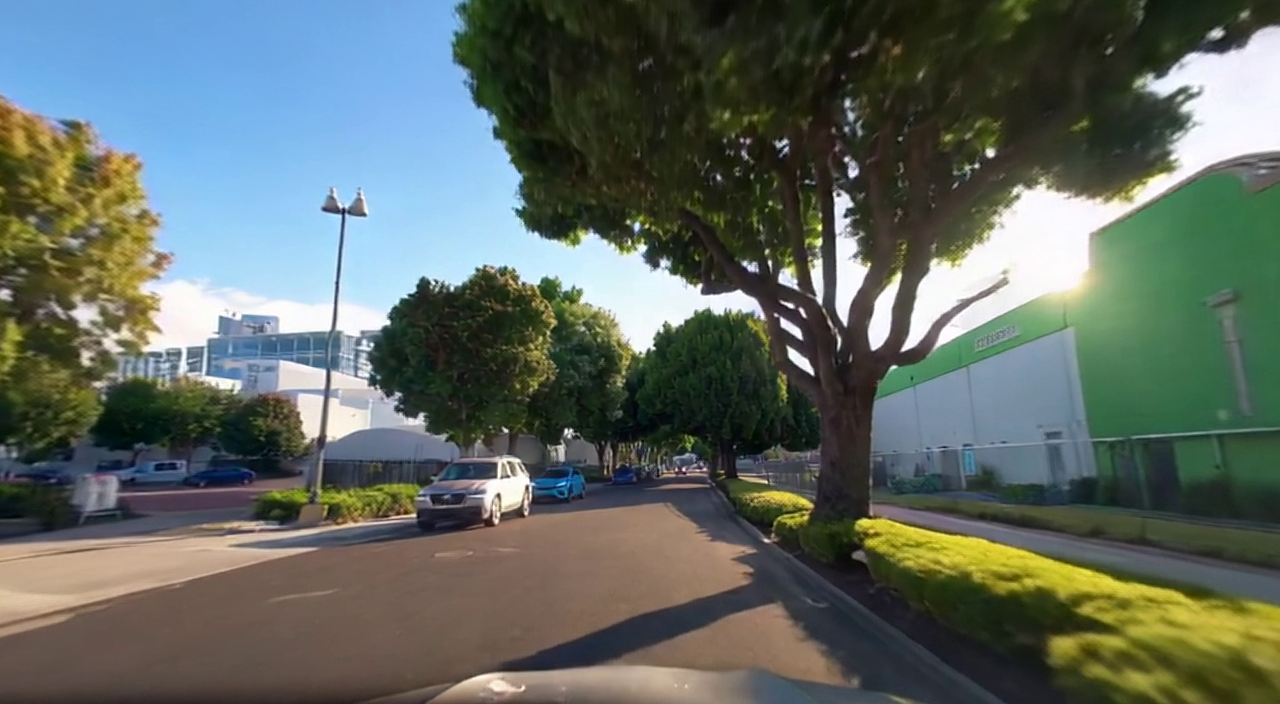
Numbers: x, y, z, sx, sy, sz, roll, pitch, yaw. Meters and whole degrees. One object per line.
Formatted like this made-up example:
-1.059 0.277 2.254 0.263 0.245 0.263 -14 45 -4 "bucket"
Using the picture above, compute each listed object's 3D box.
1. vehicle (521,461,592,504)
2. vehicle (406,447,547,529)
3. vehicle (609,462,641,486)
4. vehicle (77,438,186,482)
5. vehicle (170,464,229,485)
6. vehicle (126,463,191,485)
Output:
-3.228 5.185 25.322 1.903 1.542 4.115 -2 -10 6 "vehicle"
-3.941 3.393 16.191 2.022 1.776 4.625 -1 -10 5 "vehicle"
-1.042 8.972 46.451 2.011 1.596 3.760 -1 -10 4 "vehicle"
-38.340 8.215 47.812 2.519 3.043 6.151 0 -10 6 "vehicle"
-30.879 8.584 44.239 1.590 1.392 3.279 0 -11 3 "vehicle"
-33.895 8.617 44.440 1.576 1.410 3.430 1 -10 4 "vehicle"
